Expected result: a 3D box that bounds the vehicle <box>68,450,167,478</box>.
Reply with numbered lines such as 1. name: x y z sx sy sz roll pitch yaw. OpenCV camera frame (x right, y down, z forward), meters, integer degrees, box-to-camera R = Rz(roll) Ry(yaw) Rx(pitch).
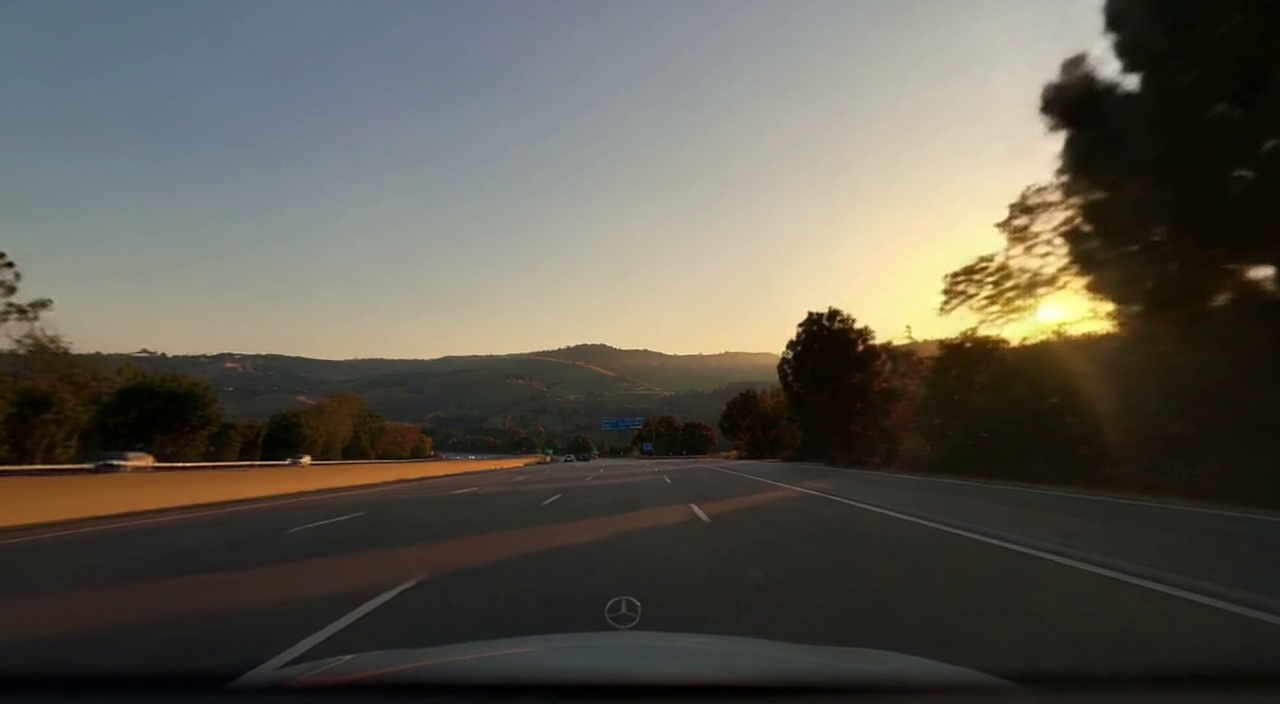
1. vehicle: -35.991 7.687 43.630 2.070 1.743 5.624 0 -8 0
